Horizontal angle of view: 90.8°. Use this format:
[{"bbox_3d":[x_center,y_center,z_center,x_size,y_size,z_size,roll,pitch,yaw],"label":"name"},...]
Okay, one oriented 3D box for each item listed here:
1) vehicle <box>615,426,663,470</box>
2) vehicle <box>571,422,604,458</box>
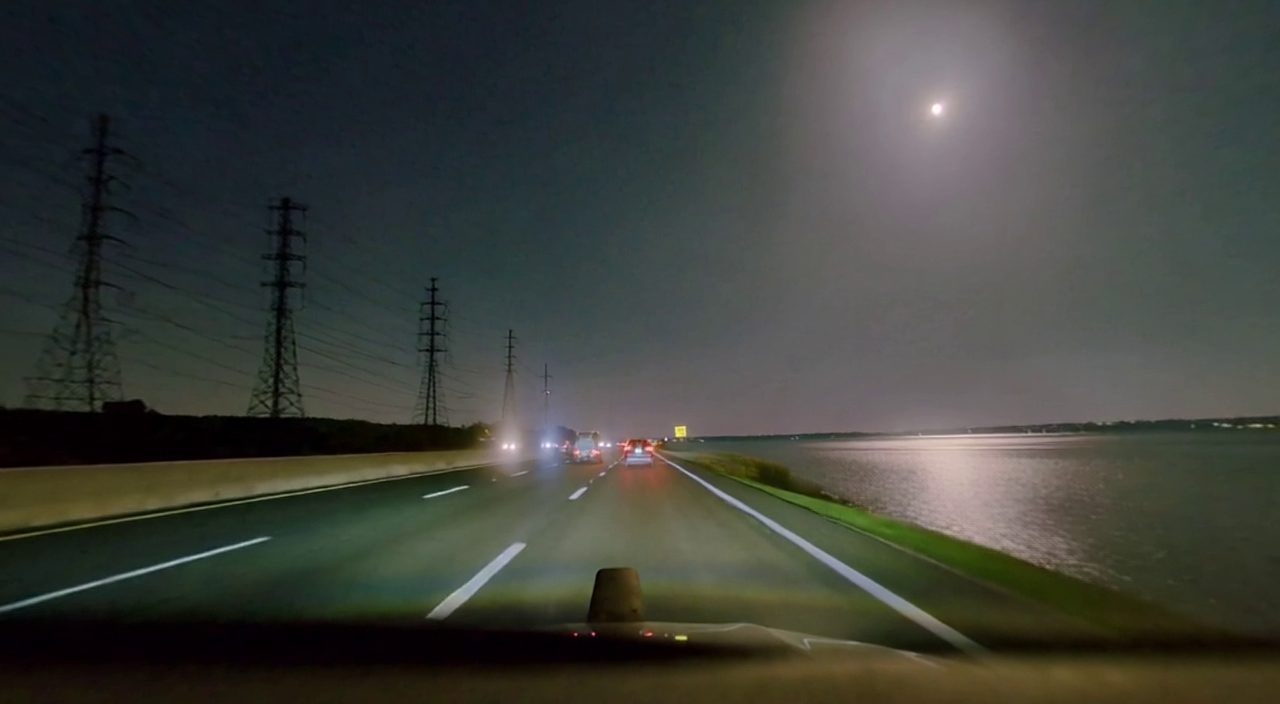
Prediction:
[{"bbox_3d":[-0.039,5.106,33.590,2.358,2.144,4.713,0,-8,0],"label":"vehicle"},{"bbox_3d":[-3.785,6.351,45.754,2.178,2.522,2.054,0,-8,1],"label":"vehicle"}]
